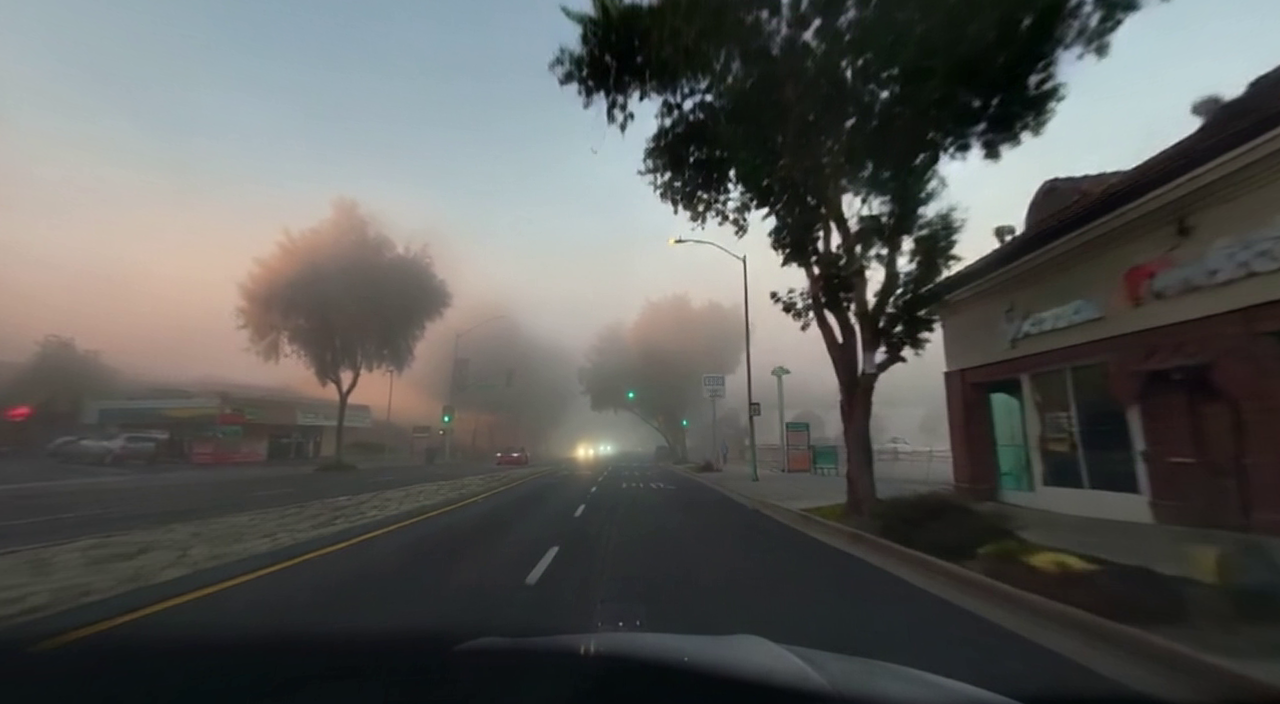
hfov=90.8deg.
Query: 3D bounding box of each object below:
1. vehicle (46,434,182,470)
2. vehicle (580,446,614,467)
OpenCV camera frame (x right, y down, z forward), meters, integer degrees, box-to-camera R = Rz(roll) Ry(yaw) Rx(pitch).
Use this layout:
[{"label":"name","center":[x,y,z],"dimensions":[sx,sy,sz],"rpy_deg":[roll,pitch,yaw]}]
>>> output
[{"label":"vehicle","center":[-23.954,4.603,29.061],"dimensions":[1.926,1.425,4.750],"rpy_deg":[-2,-9,4]},{"label":"vehicle","center":[-3.044,7.549,45.954],"dimensions":[2.122,1.469,4.388],"rpy_deg":[0,-8,1]}]
